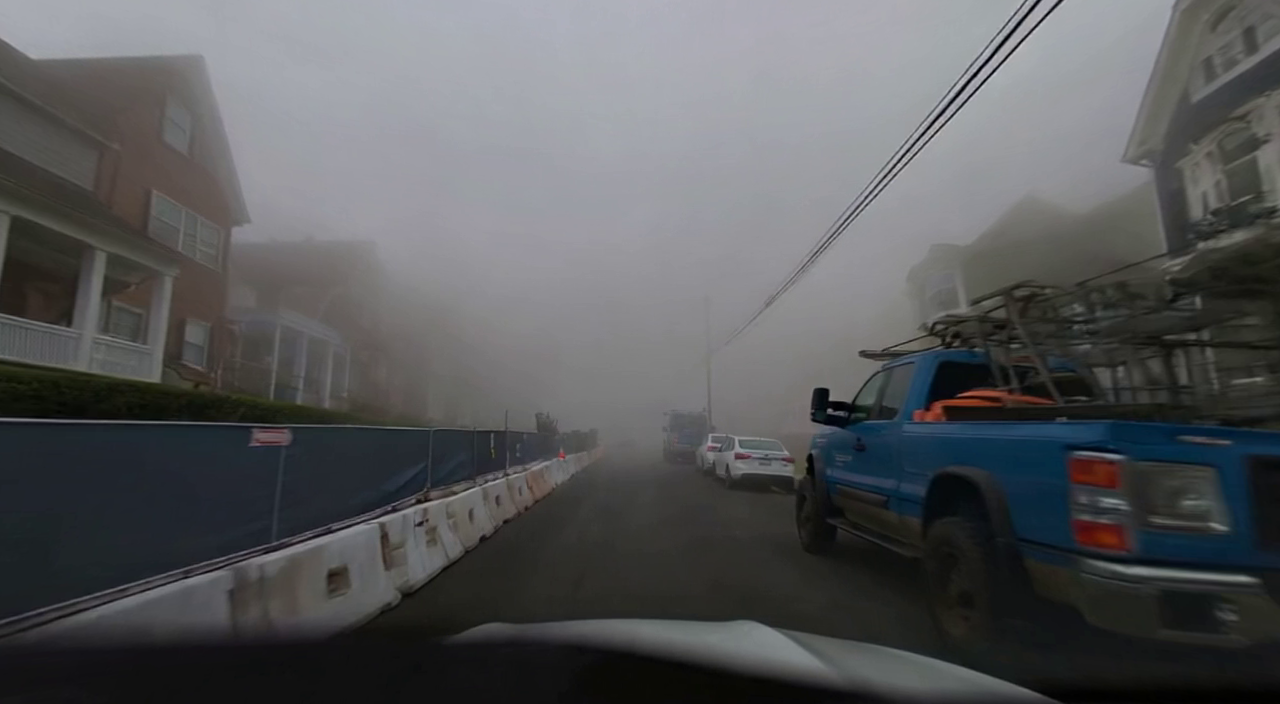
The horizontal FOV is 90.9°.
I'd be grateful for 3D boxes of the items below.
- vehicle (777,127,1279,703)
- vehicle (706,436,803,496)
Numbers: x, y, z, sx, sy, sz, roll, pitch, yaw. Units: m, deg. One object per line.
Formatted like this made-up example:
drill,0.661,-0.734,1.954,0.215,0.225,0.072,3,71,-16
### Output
vehicle,3.145,0.820,5.297,2.483,2.644,5.972,0,-8,-1
vehicle,3.008,3.047,17.439,1.805,1.436,4.201,0,-8,-2
